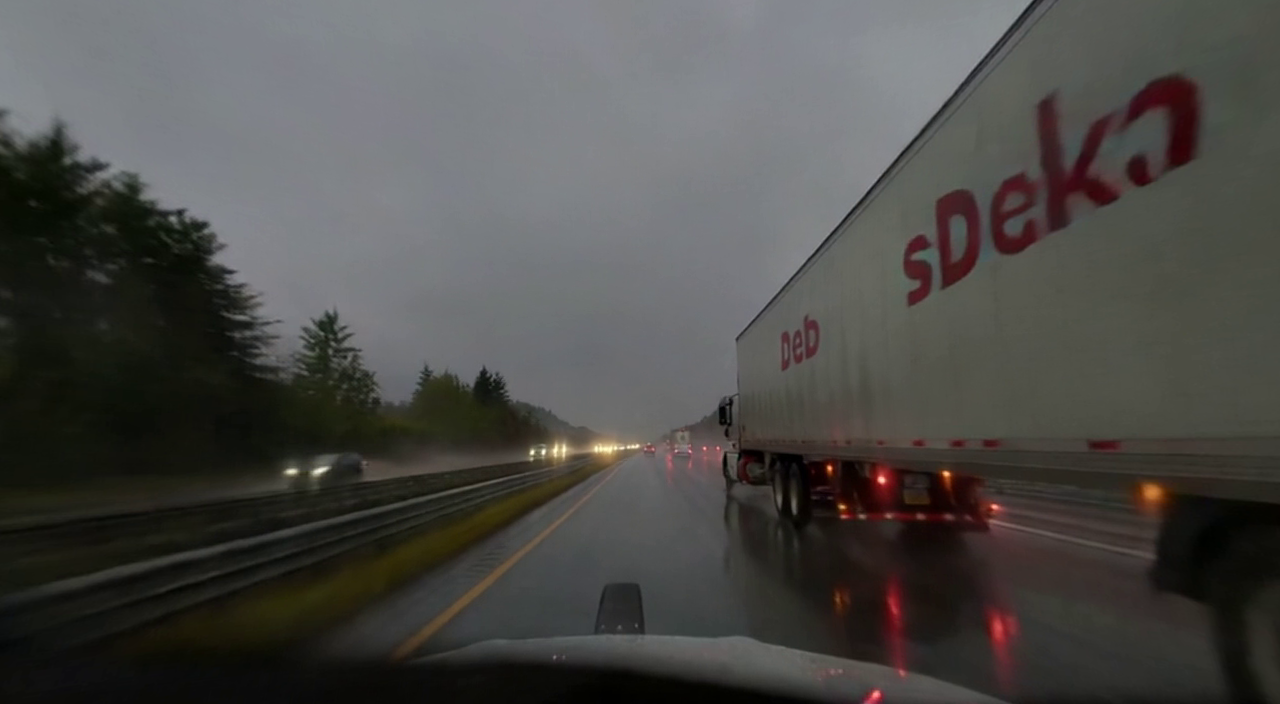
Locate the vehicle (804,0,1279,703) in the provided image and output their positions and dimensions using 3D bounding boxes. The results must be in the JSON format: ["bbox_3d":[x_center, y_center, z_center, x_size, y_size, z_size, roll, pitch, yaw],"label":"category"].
[{"bbox_3d":[3.890,-0.075,4.105,3.025,4.010,9.542,0,-9,0],"label":"vehicle"}]

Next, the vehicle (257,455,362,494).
[{"bbox_3d":[-13.011,4.824,24.997,1.893,1.381,4.130,-1,-9,1],"label":"vehicle"}]
